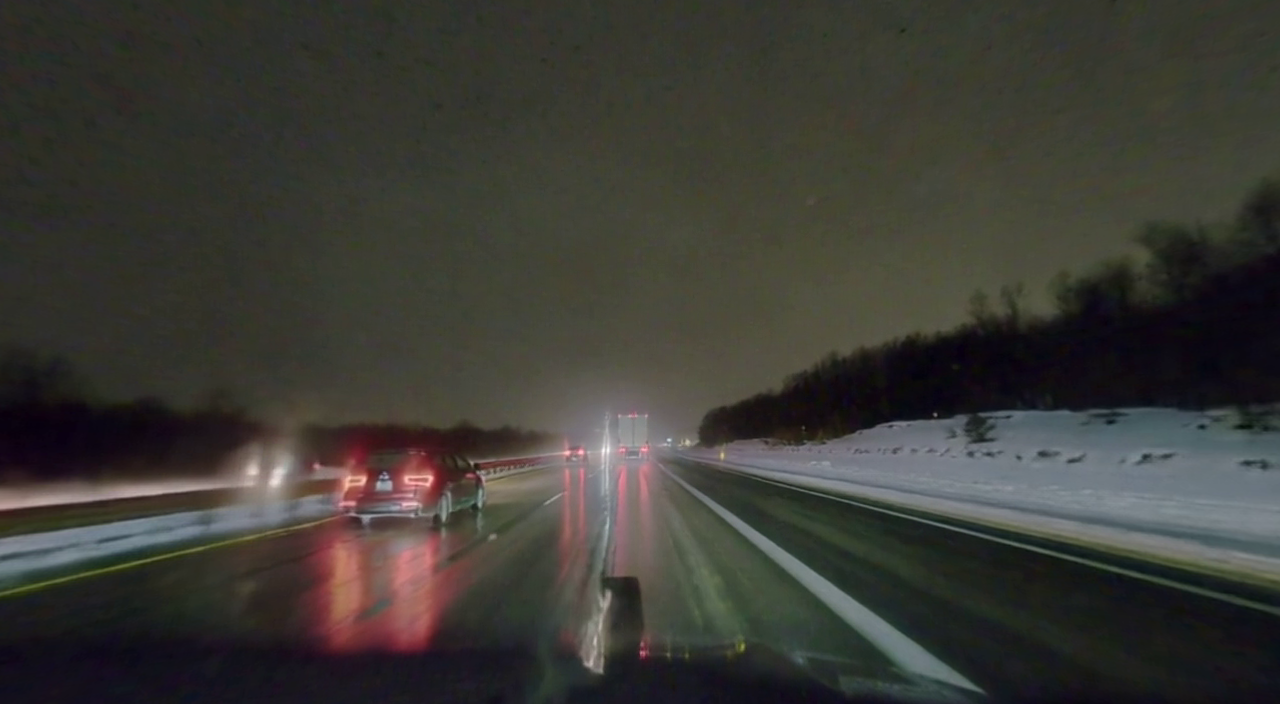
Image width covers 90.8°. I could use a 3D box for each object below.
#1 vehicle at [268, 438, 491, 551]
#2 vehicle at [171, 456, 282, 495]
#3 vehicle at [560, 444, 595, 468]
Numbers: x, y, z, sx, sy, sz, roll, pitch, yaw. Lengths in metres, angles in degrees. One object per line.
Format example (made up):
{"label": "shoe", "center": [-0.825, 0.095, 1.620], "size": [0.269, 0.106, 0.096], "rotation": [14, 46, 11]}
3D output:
{"label": "vehicle", "center": [-4.021, 2.245, 10.642], "size": [1.978, 1.507, 4.062], "rotation": [0, -9, 0]}
{"label": "vehicle", "center": [-16.992, 5.082, 26.213], "size": [1.774, 1.409, 4.239], "rotation": [0, -9, -1]}
{"label": "vehicle", "center": [-4.513, 7.639, 46.418], "size": [2.115, 1.668, 4.217], "rotation": [0, -9, 0]}
